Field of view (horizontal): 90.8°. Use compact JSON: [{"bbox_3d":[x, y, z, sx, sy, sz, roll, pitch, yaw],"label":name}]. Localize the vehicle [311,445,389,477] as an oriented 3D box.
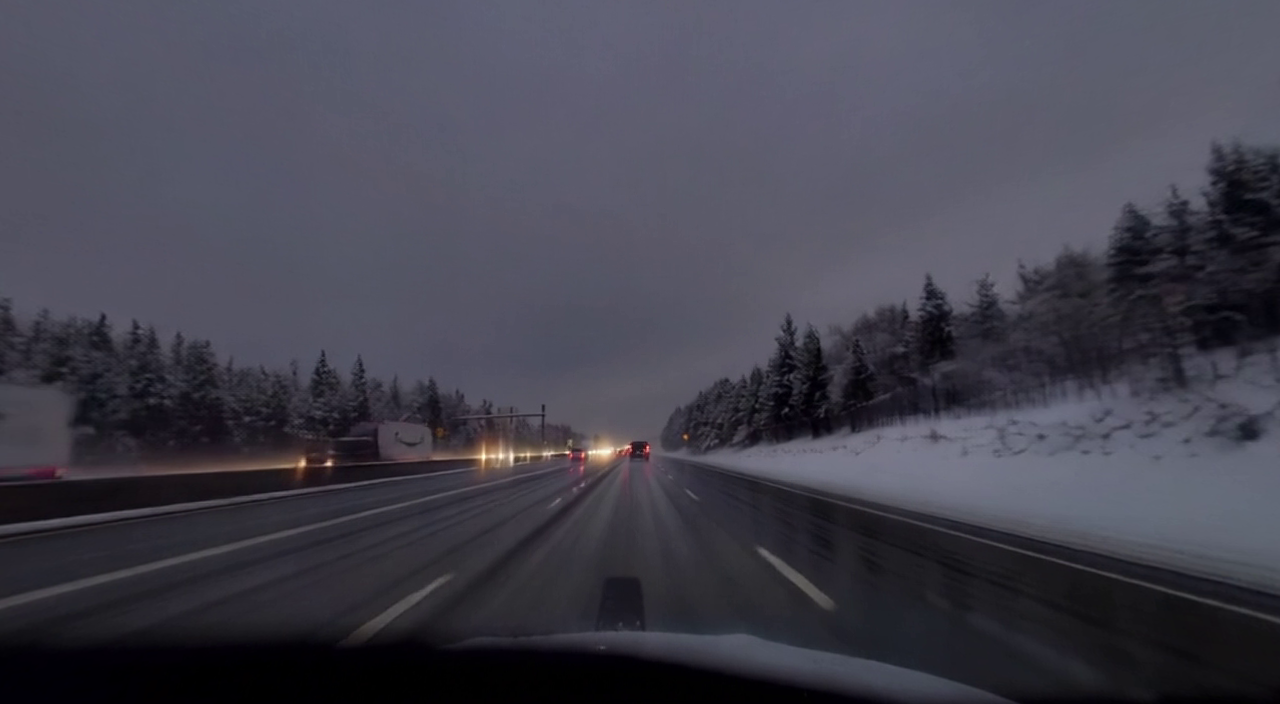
[{"bbox_3d":[-15.641,5.900,34.337,2.023,1.572,4.568,0,-9,1],"label":"vehicle"}]
